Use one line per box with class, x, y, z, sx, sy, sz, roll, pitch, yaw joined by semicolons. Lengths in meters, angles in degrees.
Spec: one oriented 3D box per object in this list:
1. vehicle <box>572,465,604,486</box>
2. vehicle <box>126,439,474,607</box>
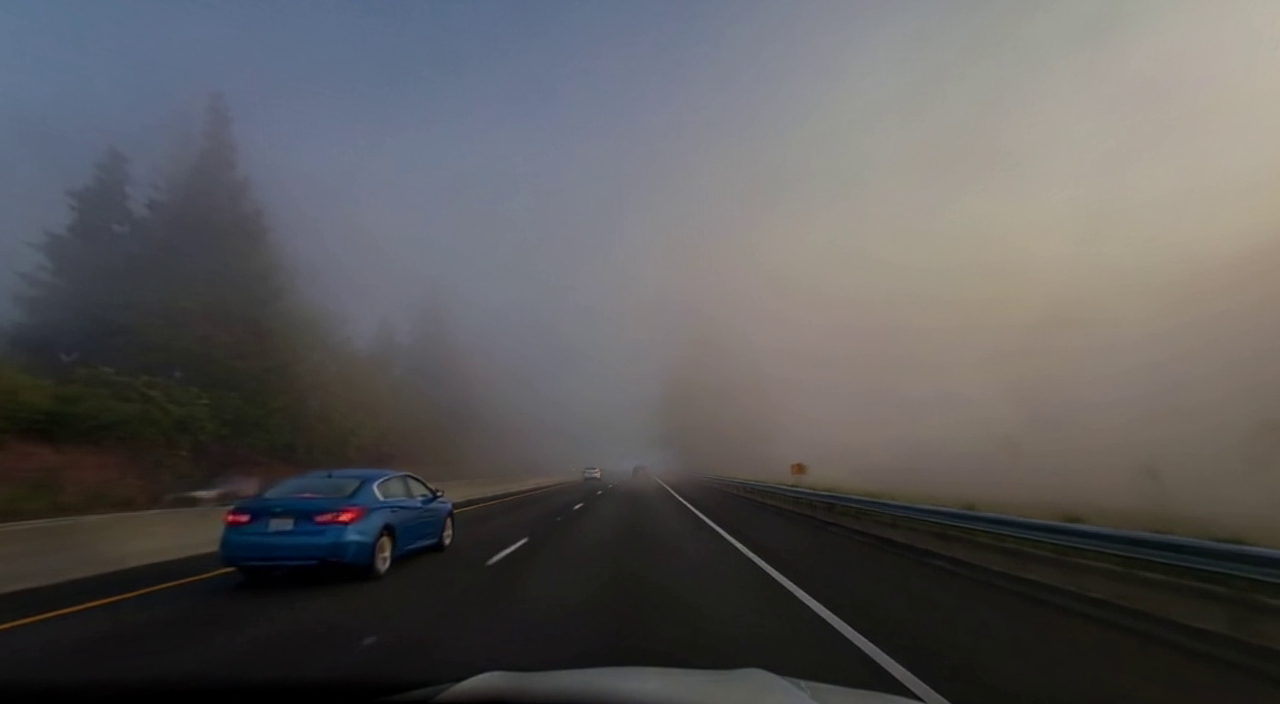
vehicle;-4.044;9.717;49.646;2.109;1.532;4.234;1;-11;0
vehicle;-3.758;2.009;8.113;2.047;1.523;4.279;1;-11;0
